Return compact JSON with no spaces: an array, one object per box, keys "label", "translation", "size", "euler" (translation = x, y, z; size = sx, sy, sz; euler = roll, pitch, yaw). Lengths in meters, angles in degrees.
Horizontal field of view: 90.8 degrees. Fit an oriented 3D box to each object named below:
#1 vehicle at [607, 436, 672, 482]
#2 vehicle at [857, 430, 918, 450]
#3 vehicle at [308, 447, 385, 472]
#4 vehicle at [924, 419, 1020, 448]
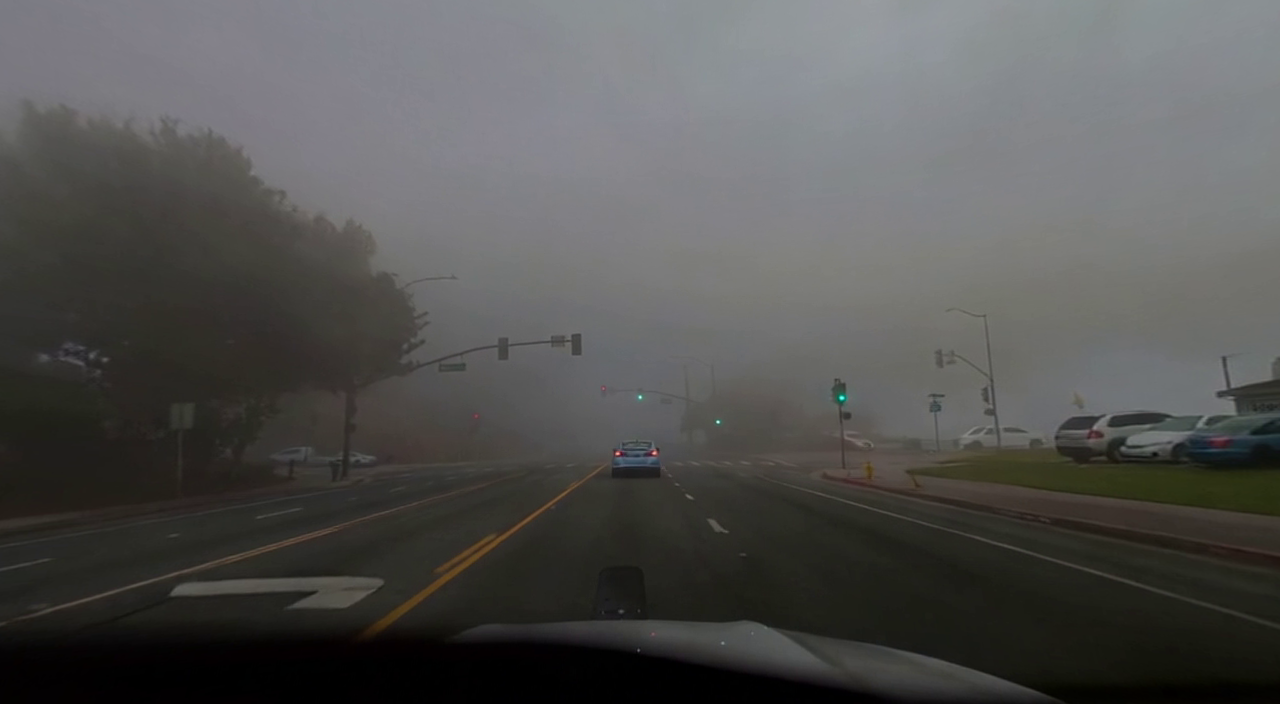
[{"label":"vehicle","translation":[-0.006,3.753,22.461],"size":[2.104,1.462,3.991],"euler":[0,-9,0]},{"label":"vehicle","translation":[18.841,6.743,48.212],"size":[3.949,1.505,1.766],"euler":[0,-9,1]},{"label":"vehicle","translation":[-20.974,7.714,45.288],"size":[4.588,1.703,1.879],"euler":[0,-9,1]},{"label":"vehicle","translation":[25.410,6.293,48.516],"size":[6.041,1.900,2.349],"euler":[-1,-9,-6]}]
